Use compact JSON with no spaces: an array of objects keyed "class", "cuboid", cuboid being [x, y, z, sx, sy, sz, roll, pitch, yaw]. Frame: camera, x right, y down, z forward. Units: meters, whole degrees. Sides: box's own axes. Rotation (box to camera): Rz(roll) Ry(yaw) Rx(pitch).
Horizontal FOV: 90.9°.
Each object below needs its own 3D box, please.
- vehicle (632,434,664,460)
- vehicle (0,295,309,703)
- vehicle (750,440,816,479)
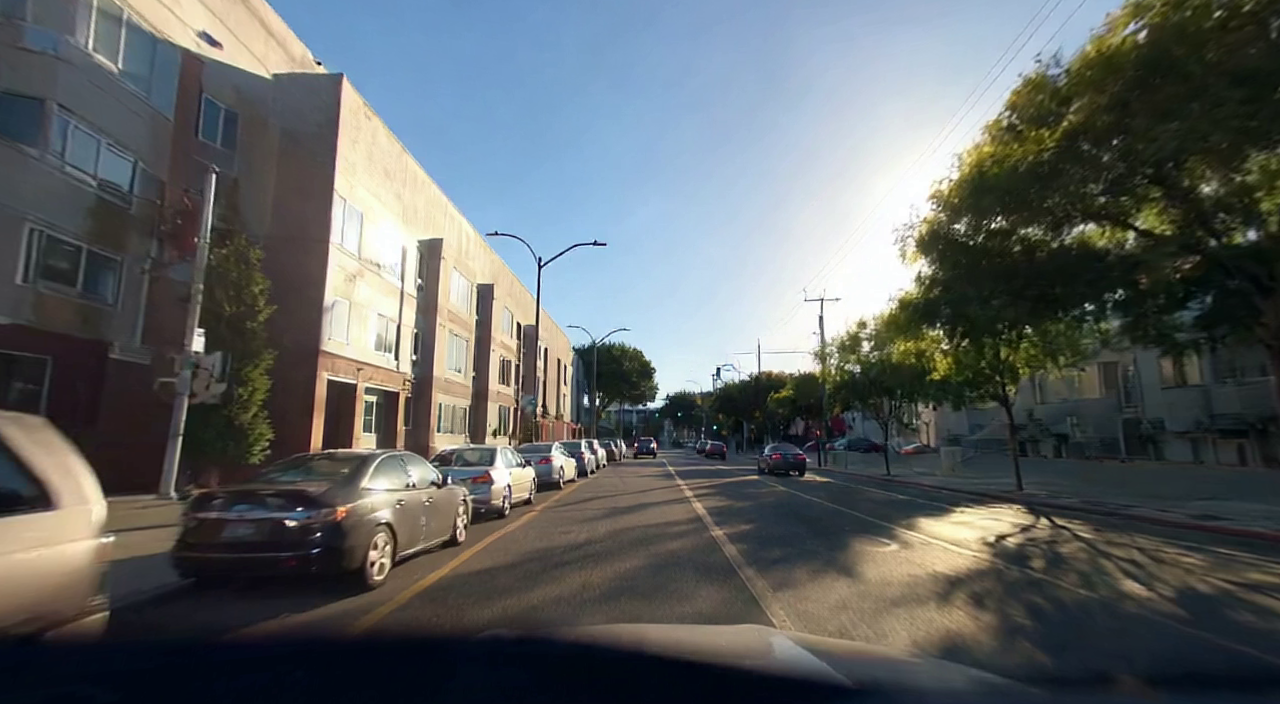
[{"class":"vehicle","cuboid":[0.621,6.752,44.820,2.122,1.689,3.885,-1,-8,2]},{"class":"vehicle","cuboid":[-3.164,0.568,1.289,2.096,1.709,4.989,-1,-9,2]},{"class":"vehicle","cuboid":[5.753,4.341,25.760,1.799,1.463,3.464,0,-8,-1]}]
